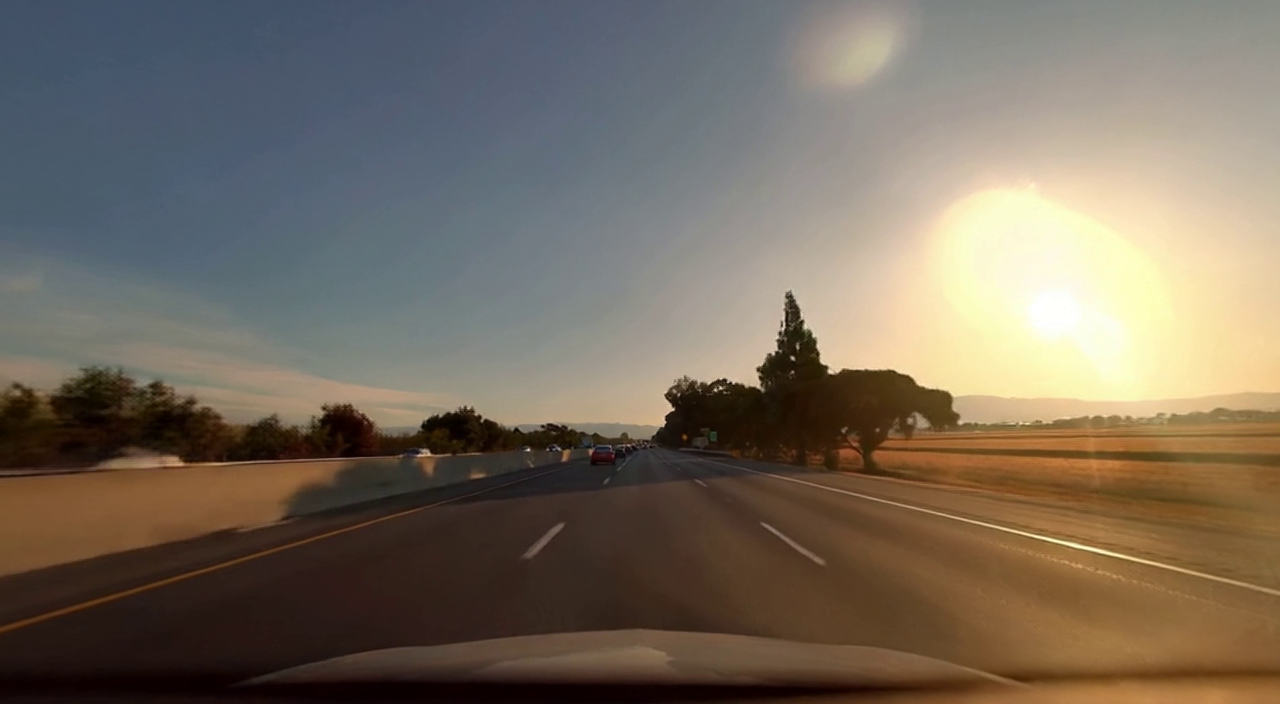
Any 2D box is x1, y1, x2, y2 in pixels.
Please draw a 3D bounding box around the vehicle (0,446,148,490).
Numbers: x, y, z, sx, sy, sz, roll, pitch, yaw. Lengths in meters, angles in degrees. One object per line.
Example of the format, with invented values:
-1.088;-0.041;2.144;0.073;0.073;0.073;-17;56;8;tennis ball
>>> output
-24.042;4.883;26.942;1.975;1.714;4.818;0;-9;1;vehicle
